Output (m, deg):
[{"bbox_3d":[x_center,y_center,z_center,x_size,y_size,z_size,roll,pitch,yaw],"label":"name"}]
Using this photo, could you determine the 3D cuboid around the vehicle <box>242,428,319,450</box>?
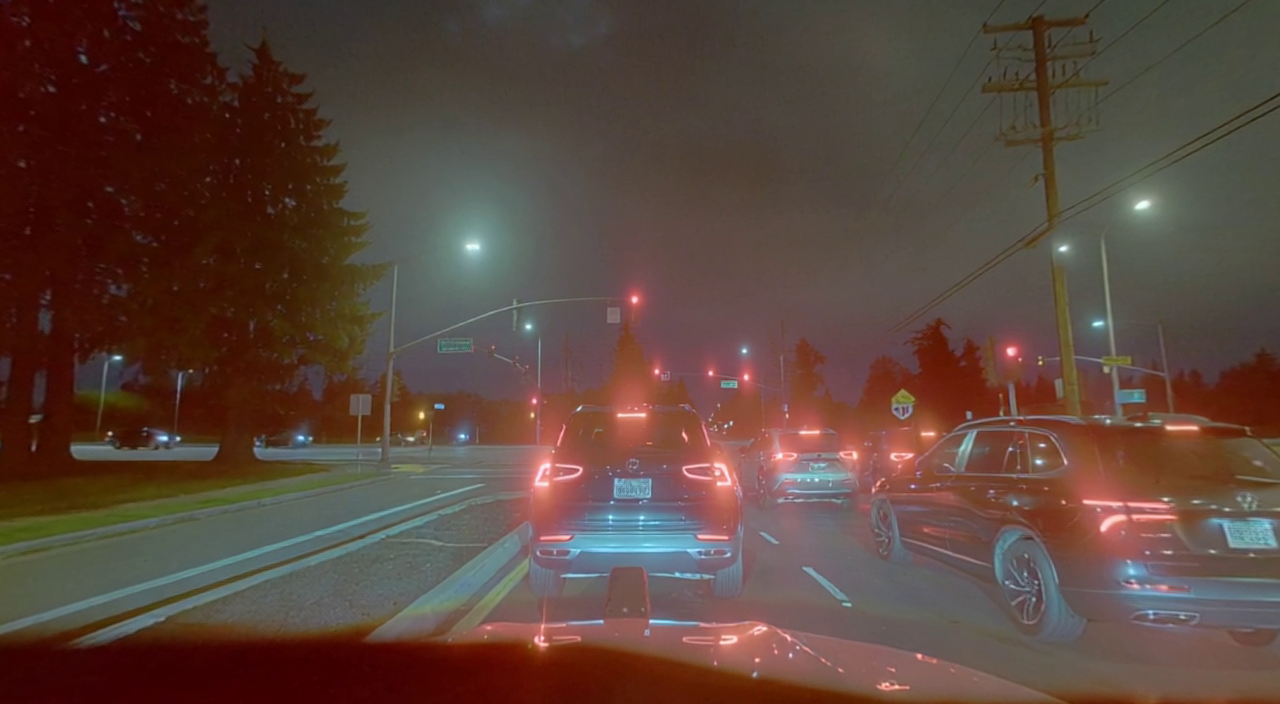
[{"bbox_3d":[-26.846,6.530,47.203,4.587,1.639,1.878,0,-8,0],"label":"vehicle"}]

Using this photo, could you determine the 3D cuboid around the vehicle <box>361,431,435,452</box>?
[{"bbox_3d":[-17.758,6.560,46.365,4.607,1.478,1.995,0,-8,0],"label":"vehicle"}]

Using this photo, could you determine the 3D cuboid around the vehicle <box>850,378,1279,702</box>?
[{"bbox_3d":[3.555,1.294,5.558,1.948,1.677,4.437,0,-8,1],"label":"vehicle"}]

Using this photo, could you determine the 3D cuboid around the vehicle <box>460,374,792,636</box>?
[{"bbox_3d":[-0.143,1.365,6.632,2.271,1.786,4.443,0,-8,-1],"label":"vehicle"}]
